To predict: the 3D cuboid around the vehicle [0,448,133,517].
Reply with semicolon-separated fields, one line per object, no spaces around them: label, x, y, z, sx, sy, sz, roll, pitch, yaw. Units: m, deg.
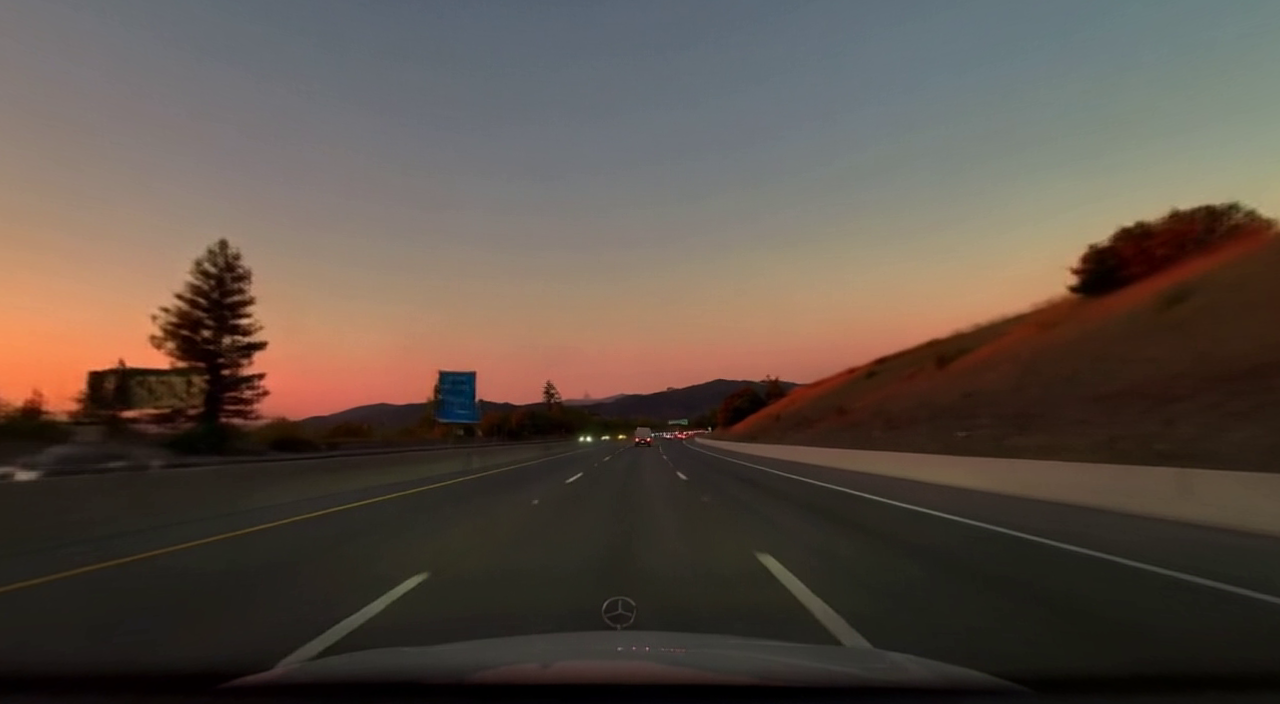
vehicle;-15.260;3.156;15.584;1.810;1.481;4.380;0;-8;-1
